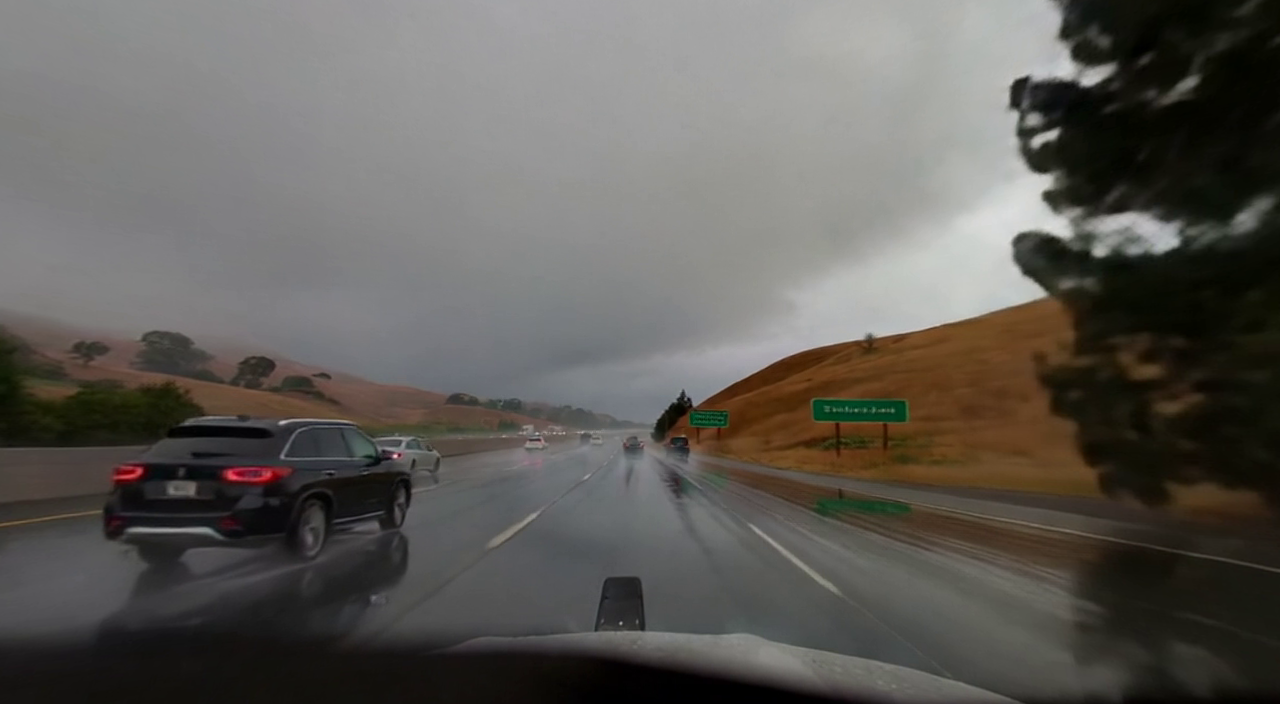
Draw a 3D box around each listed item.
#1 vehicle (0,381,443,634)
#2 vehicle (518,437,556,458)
[{"bbox_3d":[-3.934,1.393,6.672,2.166,1.700,4.661,0,-8,0],"label":"vehicle"},{"bbox_3d":[-7.587,7.116,47.021,2.020,1.447,4.322,0,-8,1],"label":"vehicle"}]
